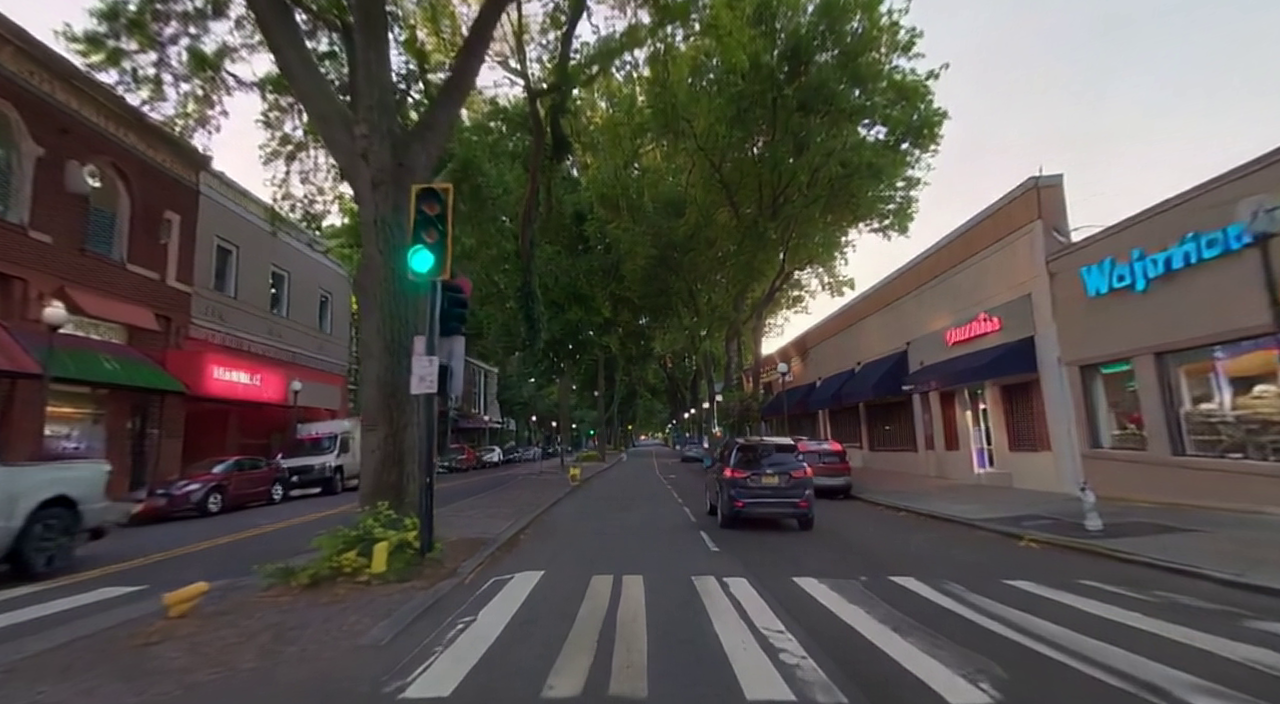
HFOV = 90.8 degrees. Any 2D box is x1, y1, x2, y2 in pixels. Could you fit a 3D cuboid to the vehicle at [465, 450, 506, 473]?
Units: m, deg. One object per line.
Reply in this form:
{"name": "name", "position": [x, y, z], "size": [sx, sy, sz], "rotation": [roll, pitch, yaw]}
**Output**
{"name": "vehicle", "position": [-11.431, 8.135, 46.987], "size": [1.943, 1.556, 4.497], "rotation": [0, -8, 0]}

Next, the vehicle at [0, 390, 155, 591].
{"name": "vehicle", "position": [-8.698, 1.517, 6.658], "size": [2.489, 2.323, 5.843], "rotation": [0, -8, 0]}

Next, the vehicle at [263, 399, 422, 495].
{"name": "vehicle", "position": [-11.165, 3.944, 24.688], "size": [2.874, 3.047, 6.719], "rotation": [-3, -13, 0]}

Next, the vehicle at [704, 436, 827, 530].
{"name": "vehicle", "position": [2.398, 2.554, 12.786], "size": [1.822, 1.654, 2.794], "rotation": [0, -8, -2]}

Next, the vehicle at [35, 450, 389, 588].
{"name": "vehicle", "position": [-5.598, 2.185, 9.238], "size": [1.983, 1.438, 4.559], "rotation": [0, -8, 0]}
